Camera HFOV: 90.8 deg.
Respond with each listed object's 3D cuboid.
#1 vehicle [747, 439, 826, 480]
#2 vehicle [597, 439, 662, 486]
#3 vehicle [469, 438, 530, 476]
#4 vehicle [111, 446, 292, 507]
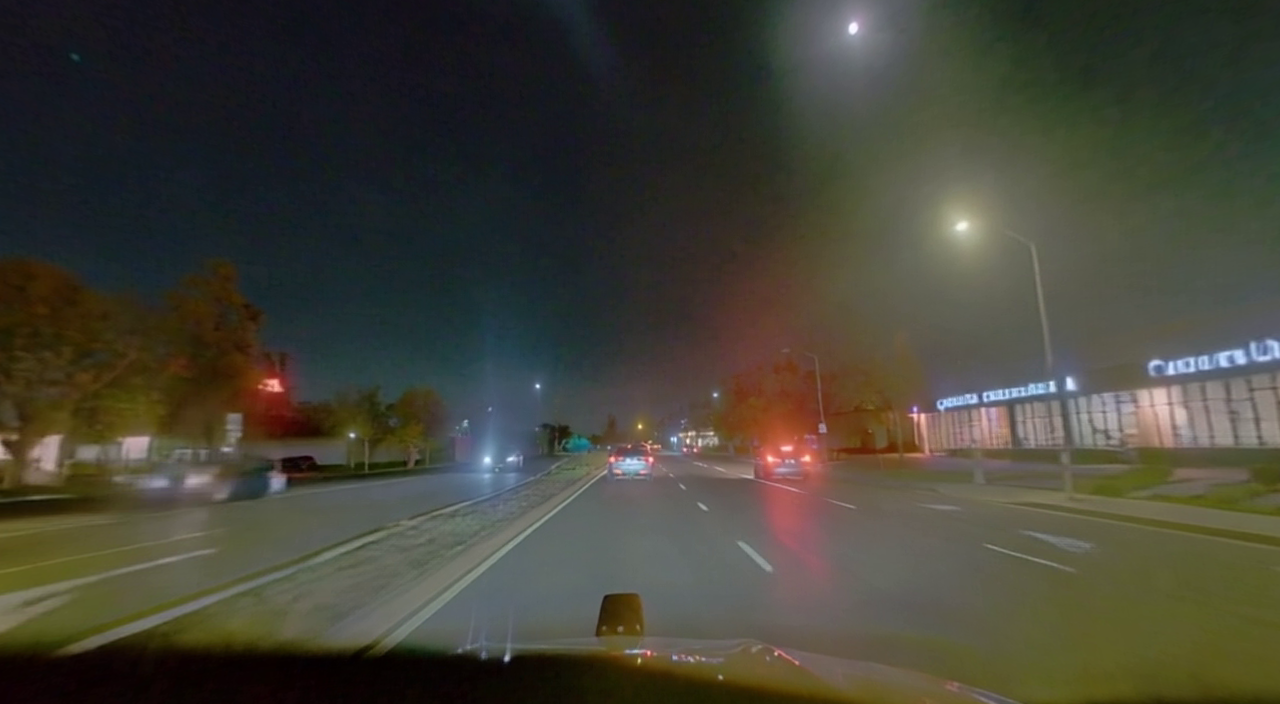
[{"bbox_3d":[6.319,4.689,27.803,2.244,1.618,4.585,0,-9,-2],"label":"vehicle"},{"bbox_3d":[-0.353,3.909,22.618,2.106,1.496,3.964,0,-9,0],"label":"vehicle"},{"bbox_3d":[-6.738,5.071,30.714,2.156,1.702,4.379,0,-9,-3],"label":"vehicle"},{"bbox_3d":[-11.928,3.383,17.646,1.833,1.464,4.463,0,-9,0],"label":"vehicle"}]
